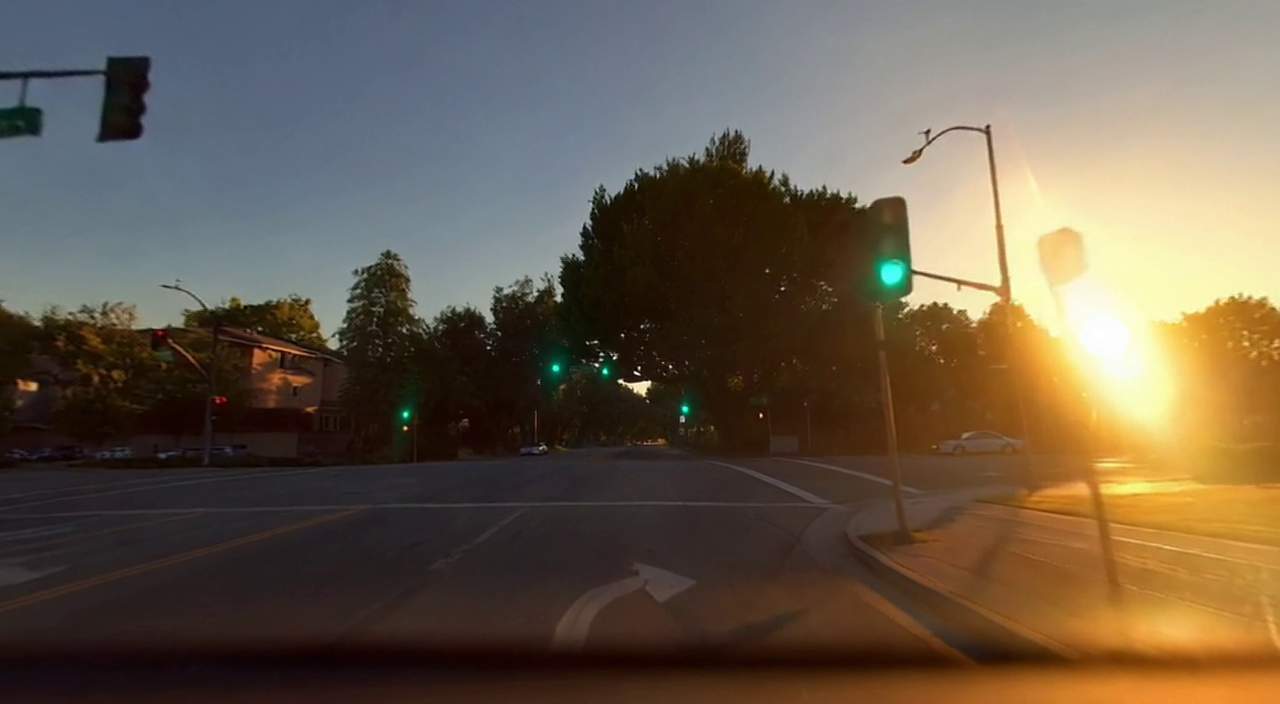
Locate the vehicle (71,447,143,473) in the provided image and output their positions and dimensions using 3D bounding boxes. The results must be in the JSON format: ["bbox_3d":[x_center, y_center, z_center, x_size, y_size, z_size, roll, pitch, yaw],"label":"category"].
[{"bbox_3d":[-34.634,6.989,41.170,2.000,1.582,4.063,2,-8,-16],"label":"vehicle"}]

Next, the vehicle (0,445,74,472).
[{"bbox_3d":[-38.654,6.763,40.320,1.959,1.590,4.105,2,-8,-15],"label":"vehicle"}]

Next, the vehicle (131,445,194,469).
[{"bbox_3d":[-31.863,7.002,42.318,1.816,1.423,4.126,2,-8,-14],"label":"vehicle"}]

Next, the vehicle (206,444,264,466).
[{"bbox_3d":[-27.533,7.005,43.060,1.665,1.386,4.012,1,-8,-6],"label":"vehicle"}]

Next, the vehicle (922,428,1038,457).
[{"bbox_3d":[17.025,4.560,31.841,4.720,1.410,1.784,-1,-8,9],"label":"vehicle"}]
